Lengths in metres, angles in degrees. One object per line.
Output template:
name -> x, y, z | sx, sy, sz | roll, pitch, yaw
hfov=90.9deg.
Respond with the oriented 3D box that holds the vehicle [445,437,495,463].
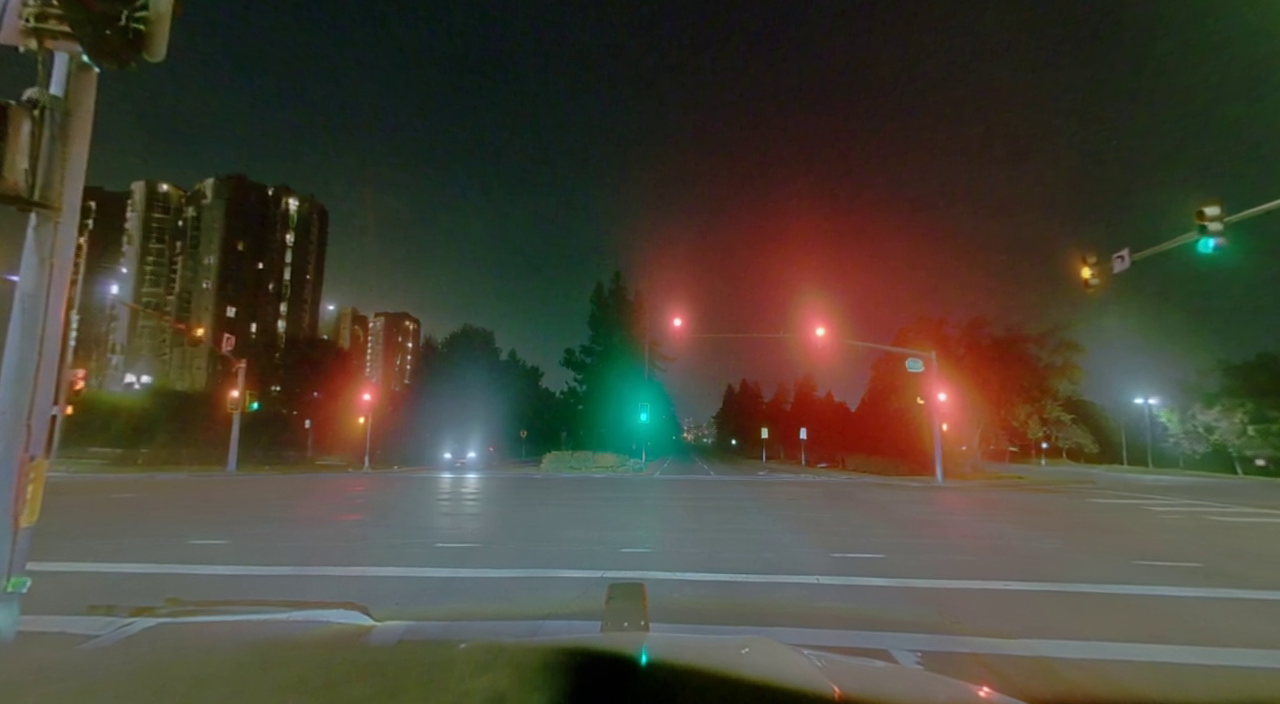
vehicle -> -12.581, 7.286, 46.970 | 2.238, 1.827, 5.007 | 0, -8, 1
